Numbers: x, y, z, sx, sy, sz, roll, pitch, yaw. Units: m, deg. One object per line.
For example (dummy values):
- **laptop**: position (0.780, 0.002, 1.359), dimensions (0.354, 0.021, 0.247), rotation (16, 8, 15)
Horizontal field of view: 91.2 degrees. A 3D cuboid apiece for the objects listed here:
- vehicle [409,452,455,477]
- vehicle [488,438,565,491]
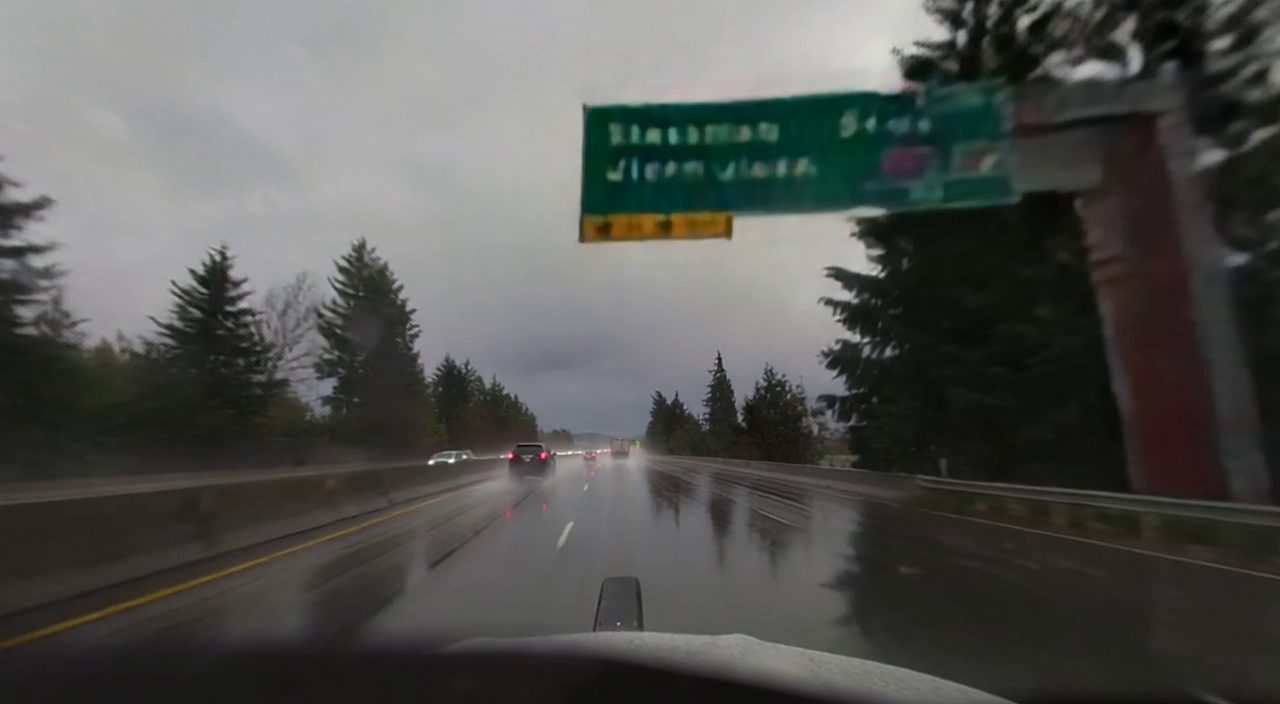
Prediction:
- **vehicle**: position (-13.949, 7.539, 42.274), dimensions (1.860, 1.507, 3.987), rotation (0, -9, -2)
- **vehicle**: position (-3.964, 4.004, 22.611), dimensions (2.151, 1.693, 4.201), rotation (0, -9, -2)
